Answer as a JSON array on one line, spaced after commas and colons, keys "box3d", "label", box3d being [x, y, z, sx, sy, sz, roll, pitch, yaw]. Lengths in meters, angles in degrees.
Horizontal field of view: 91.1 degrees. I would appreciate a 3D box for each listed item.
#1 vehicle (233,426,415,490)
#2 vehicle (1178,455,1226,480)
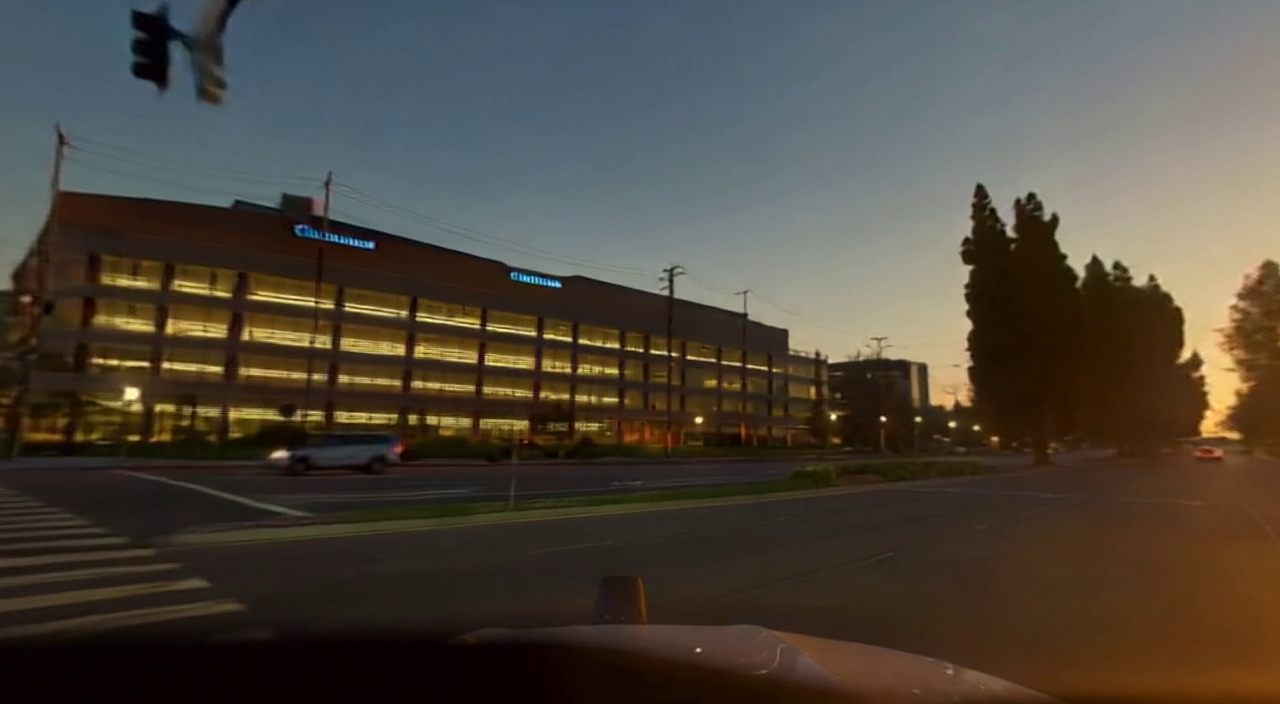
[{"box3d": [-10.015, 3.370, 20.199, 2.030, 1.775, 4.713, -8, -12, 42], "label": "vehicle"}, {"box3d": [36.679, 7.486, 40.930, 2.055, 1.503, 4.632, -8, -12, 42], "label": "vehicle"}]
